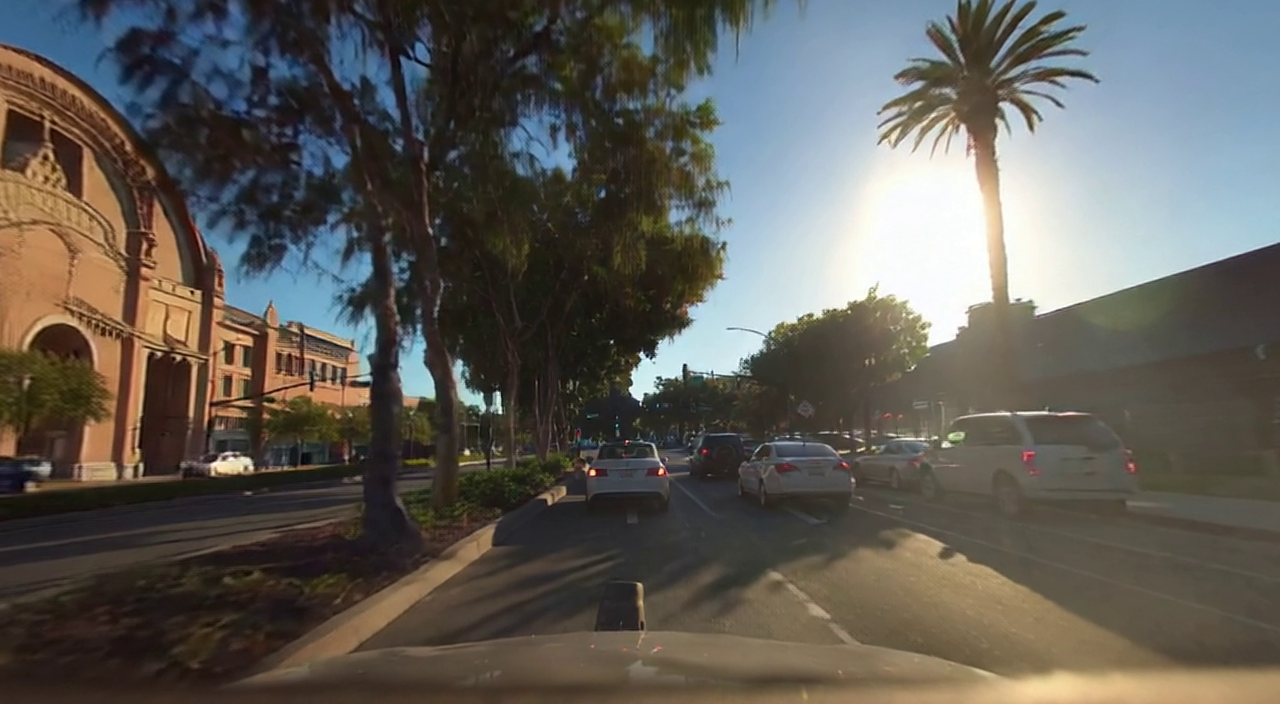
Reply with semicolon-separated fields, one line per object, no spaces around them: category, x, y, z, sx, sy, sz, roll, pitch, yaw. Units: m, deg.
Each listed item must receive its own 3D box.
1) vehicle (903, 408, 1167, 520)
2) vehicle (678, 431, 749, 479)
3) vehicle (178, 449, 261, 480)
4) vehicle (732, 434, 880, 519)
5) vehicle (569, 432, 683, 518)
vehicle;7.977;2.251;13.627;2.200;1.933;5.123;0;-7;-3
vehicle;3.109;4.613;28.708;2.127;1.854;7.971;0;-8;-1
vehicle;-24.580;6.582;37.153;1.870;1.636;4.375;0;-8;0
vehicle;3.225;2.500;13.222;1.833;1.465;4.258;0;-8;-2
vehicle;-0.275;2.490;13.265;2.050;1.521;3.747;0;-8;-1
